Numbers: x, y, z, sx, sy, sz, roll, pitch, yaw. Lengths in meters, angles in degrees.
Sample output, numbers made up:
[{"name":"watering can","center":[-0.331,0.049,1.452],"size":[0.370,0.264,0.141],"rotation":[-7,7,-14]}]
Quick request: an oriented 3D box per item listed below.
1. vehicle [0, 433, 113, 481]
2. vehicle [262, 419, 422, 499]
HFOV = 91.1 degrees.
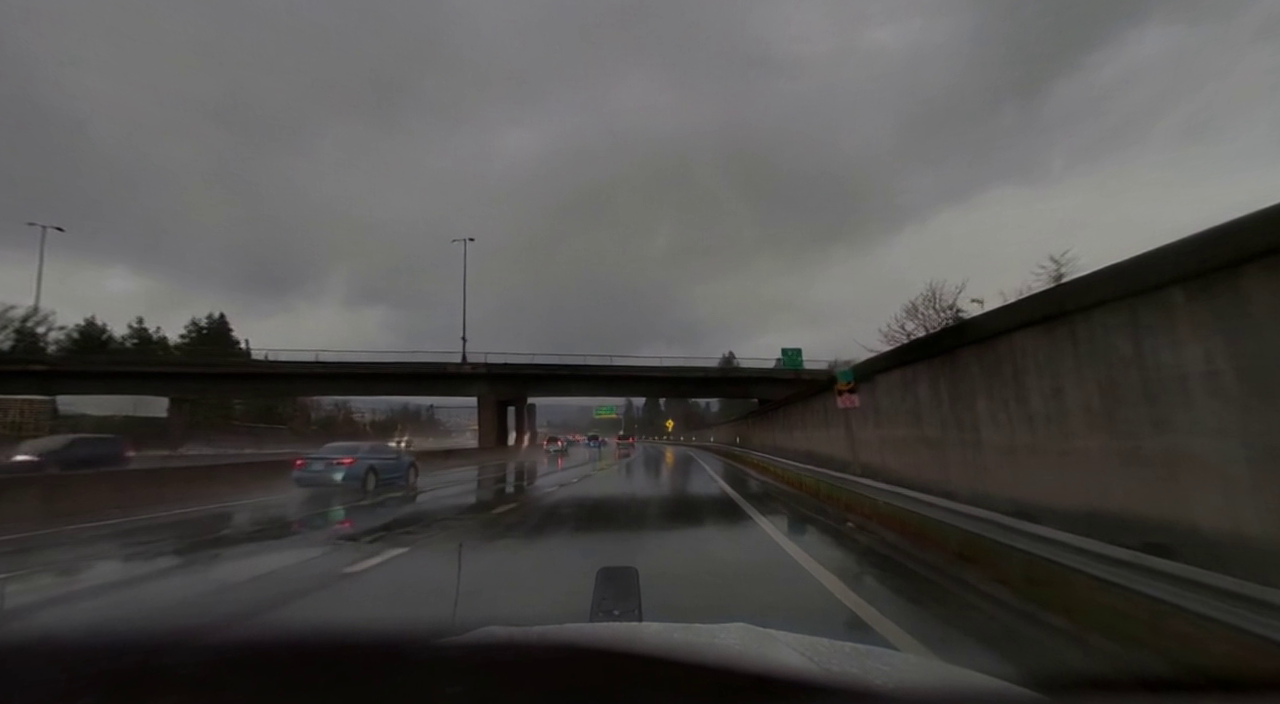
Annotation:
[{"name":"vehicle","center":[-22.578,3.838,23.348],"size":[1.889,1.602,4.509],"rotation":[-1,-8,3]},{"name":"vehicle","center":[-7.884,2.848,17.235],"size":[1.956,1.888,4.512],"rotation":[-1,-8,3]}]
